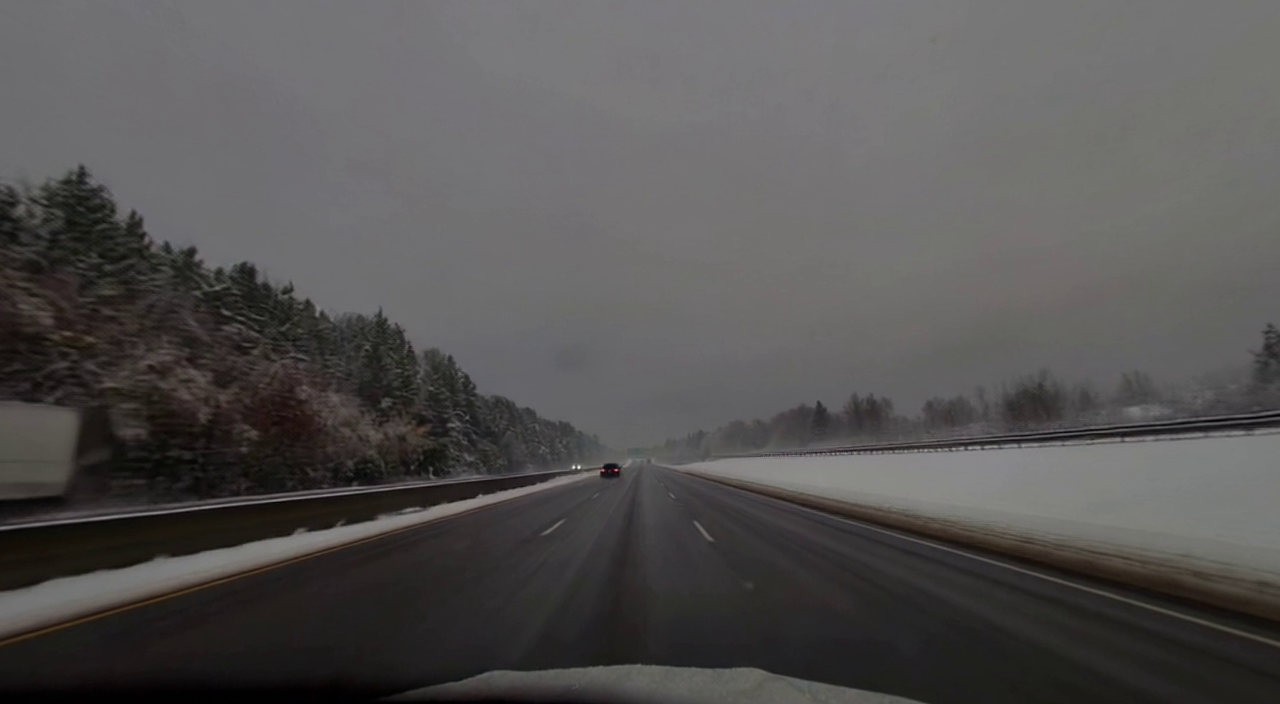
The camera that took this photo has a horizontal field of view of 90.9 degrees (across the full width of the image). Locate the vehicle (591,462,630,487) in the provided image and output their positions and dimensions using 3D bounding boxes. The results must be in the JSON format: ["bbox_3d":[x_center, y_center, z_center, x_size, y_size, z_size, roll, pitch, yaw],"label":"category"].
[{"bbox_3d":[-1.768,7.693,39.730,2.183,1.435,4.653,0,-10,0],"label":"vehicle"}]
